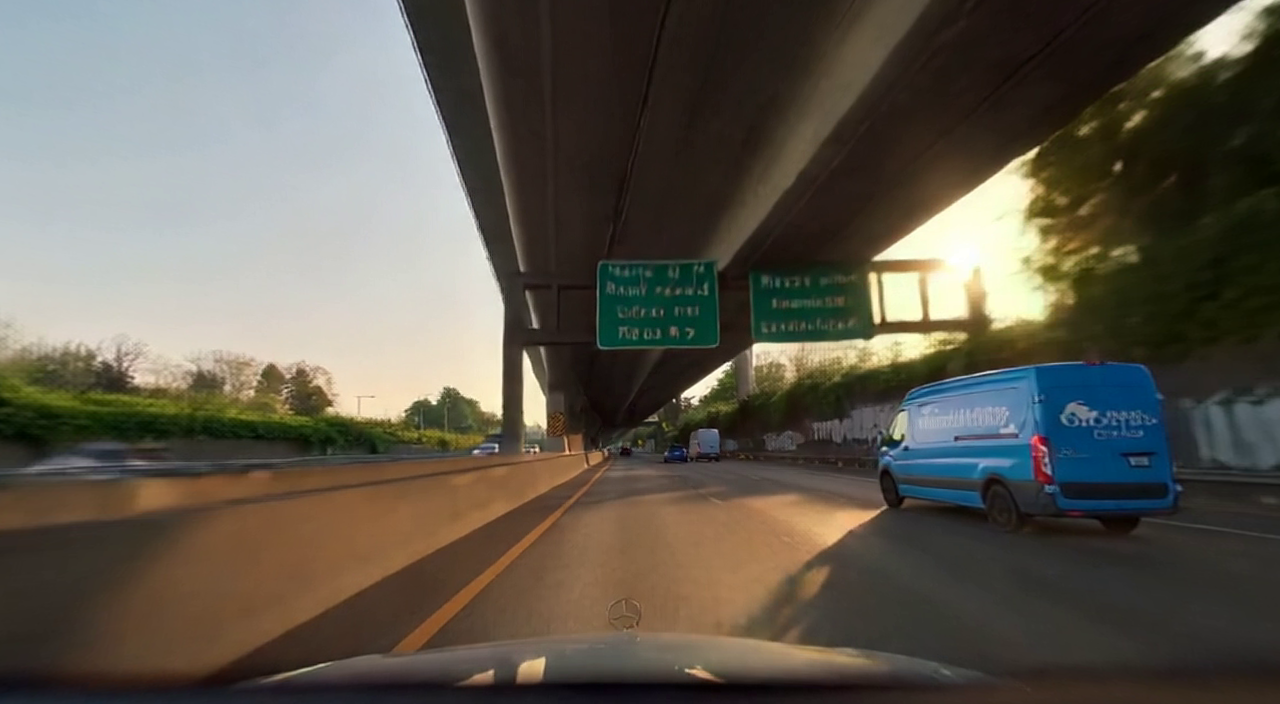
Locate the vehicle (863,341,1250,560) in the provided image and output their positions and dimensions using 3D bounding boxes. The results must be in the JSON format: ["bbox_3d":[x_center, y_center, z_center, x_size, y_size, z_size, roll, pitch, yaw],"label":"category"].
[{"bbox_3d":[6.051,1.593,10.502,2.283,2.631,5.719,0,-9,-2],"label":"vehicle"}]

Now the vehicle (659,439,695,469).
[{"bbox_3d":[2.555,7.187,44.494,2.007,1.943,5.010,0,-9,-3],"label":"vehicle"}]
